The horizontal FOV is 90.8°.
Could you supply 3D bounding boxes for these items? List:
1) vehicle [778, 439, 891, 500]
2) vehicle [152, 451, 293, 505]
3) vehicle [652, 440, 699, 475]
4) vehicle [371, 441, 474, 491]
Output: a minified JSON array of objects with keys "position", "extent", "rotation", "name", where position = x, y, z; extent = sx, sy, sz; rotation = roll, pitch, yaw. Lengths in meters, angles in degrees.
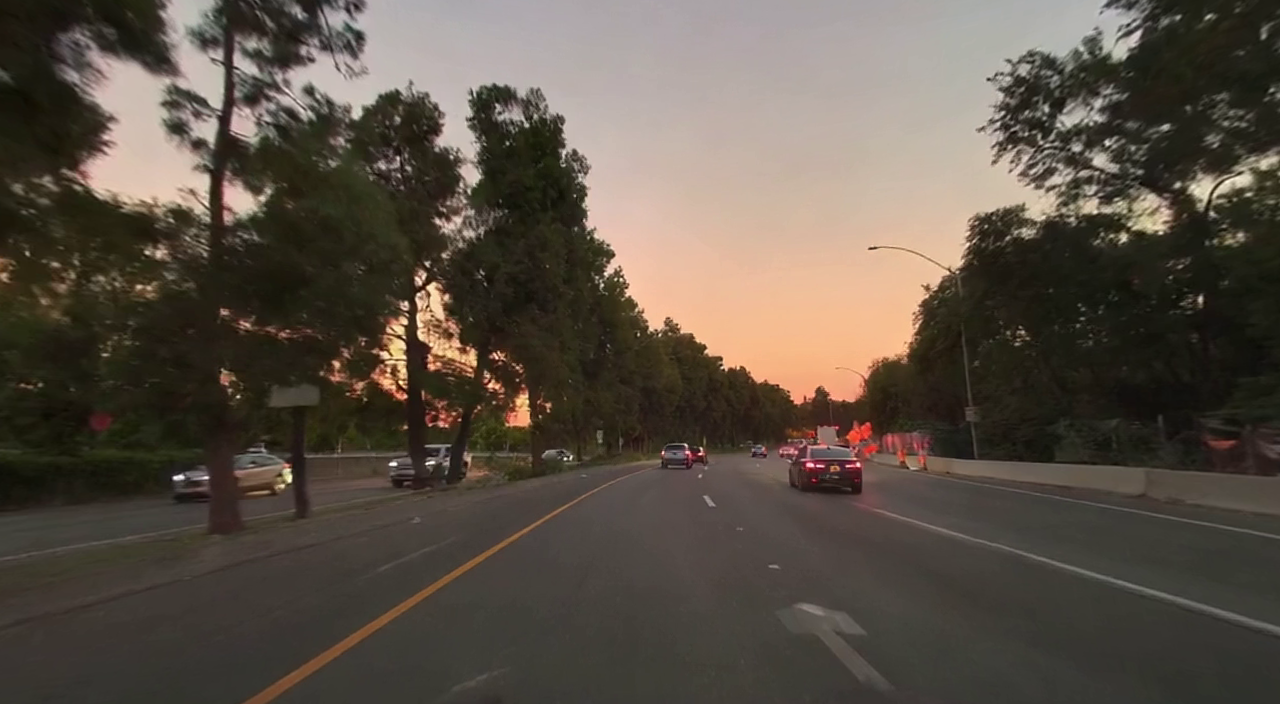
[{"position":[5.182,3.172,17.493],"extent":[2.044,1.474,4.083],"rotation":[-1,-8,4],"name":"vehicle"},{"position":[-14.682,4.403,22.548],"extent":[1.876,1.672,4.237],"rotation":[-1,-8,5],"name":"vehicle"},{"position":[1.926,5.469,33.122],"extent":[2.201,1.676,4.541],"rotation":[-1,-8,6],"name":"vehicle"},{"position":[-8.479,4.468,25.170],"extent":[2.151,1.770,4.512],"rotation":[-1,-8,5],"name":"vehicle"}]
